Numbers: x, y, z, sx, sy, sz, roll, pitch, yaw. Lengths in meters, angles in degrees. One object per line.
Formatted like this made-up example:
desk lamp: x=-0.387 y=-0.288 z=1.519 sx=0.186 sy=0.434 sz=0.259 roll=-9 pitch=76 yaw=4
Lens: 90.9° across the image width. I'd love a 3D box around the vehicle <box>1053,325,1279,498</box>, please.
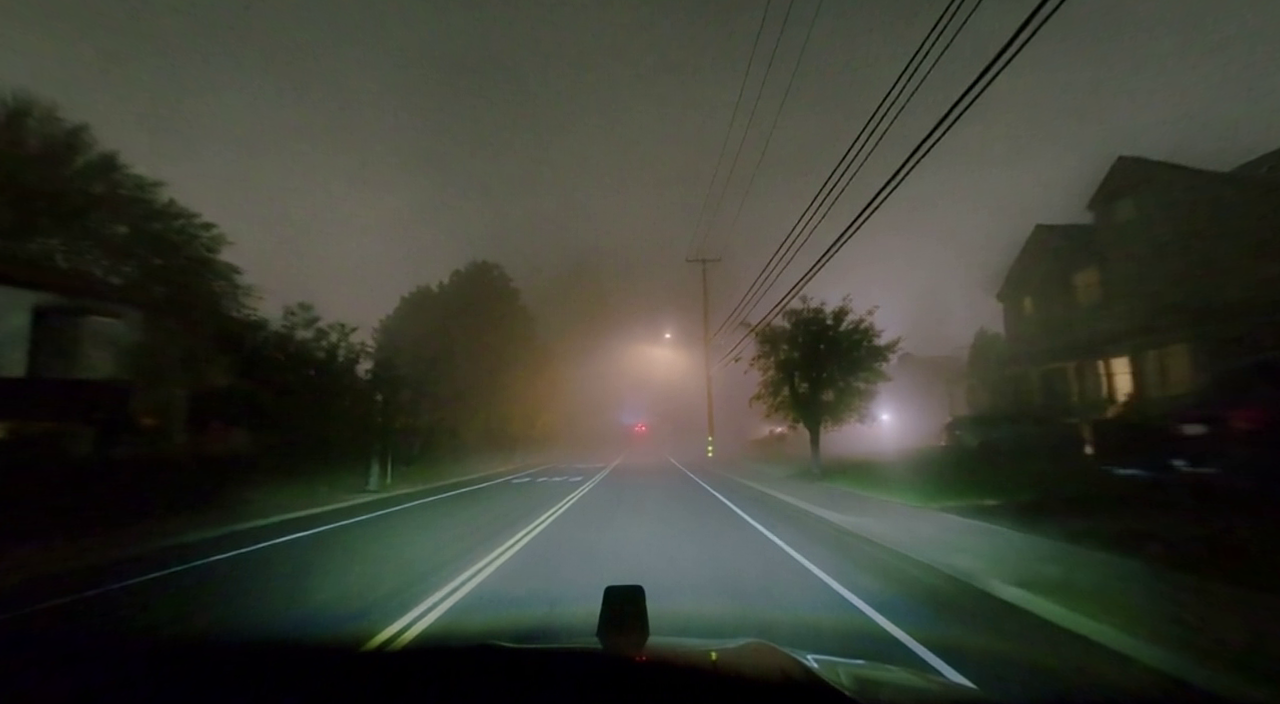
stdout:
vehicle: x=7.601 y=0.757 z=7.907 sx=1.878 sy=1.743 sz=4.556 roll=-6 pitch=-9 yaw=4
